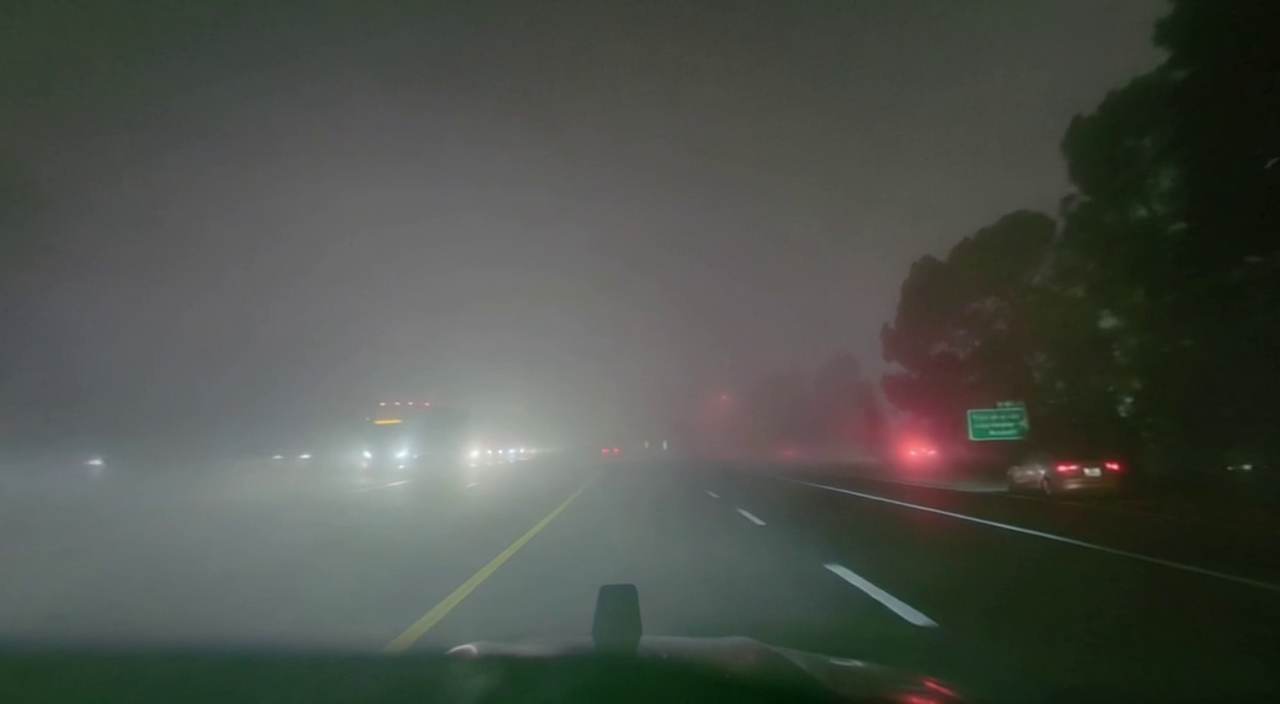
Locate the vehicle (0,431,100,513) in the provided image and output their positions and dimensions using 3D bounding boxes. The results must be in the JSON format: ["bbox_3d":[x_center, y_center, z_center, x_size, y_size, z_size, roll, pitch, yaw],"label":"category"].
[{"bbox_3d":[-12.680,2.157,11.097,1.927,1.494,5.040,0,-8,-3],"label":"vehicle"}]

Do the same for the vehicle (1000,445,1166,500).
[{"bbox_3d":[14.078,3.819,20.353,1.941,1.536,4.585,0,-8,-2],"label":"vehicle"}]

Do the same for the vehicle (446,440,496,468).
[{"bbox_3d":[-9.545,5.812,35.758,1.839,1.474,4.225,0,-8,-2],"label":"vehicle"}]

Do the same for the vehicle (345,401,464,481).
[{"bbox_3d":[-8.833,3.496,24.472,2.356,2.637,6.975,0,-8,-4],"label":"vehicle"}]

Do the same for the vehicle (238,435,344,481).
[{"bbox_3d":[-13.734,4.167,24.978,1.947,1.647,4.183,0,-8,-3],"label":"vehicle"}]
